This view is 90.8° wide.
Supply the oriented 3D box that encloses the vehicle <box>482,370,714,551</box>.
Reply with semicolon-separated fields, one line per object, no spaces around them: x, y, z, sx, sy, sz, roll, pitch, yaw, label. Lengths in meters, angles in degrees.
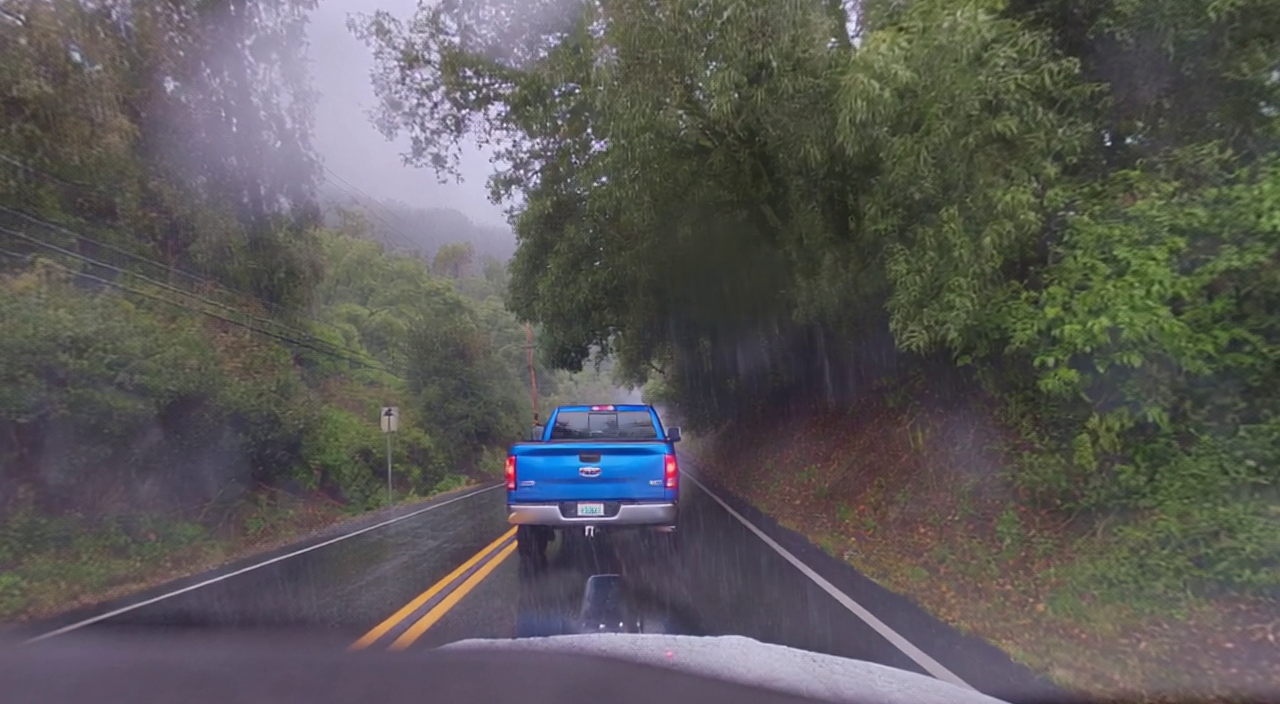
-0.550;1.762;10.794;2.837;2.223;5.885;0;-8;-1;vehicle
